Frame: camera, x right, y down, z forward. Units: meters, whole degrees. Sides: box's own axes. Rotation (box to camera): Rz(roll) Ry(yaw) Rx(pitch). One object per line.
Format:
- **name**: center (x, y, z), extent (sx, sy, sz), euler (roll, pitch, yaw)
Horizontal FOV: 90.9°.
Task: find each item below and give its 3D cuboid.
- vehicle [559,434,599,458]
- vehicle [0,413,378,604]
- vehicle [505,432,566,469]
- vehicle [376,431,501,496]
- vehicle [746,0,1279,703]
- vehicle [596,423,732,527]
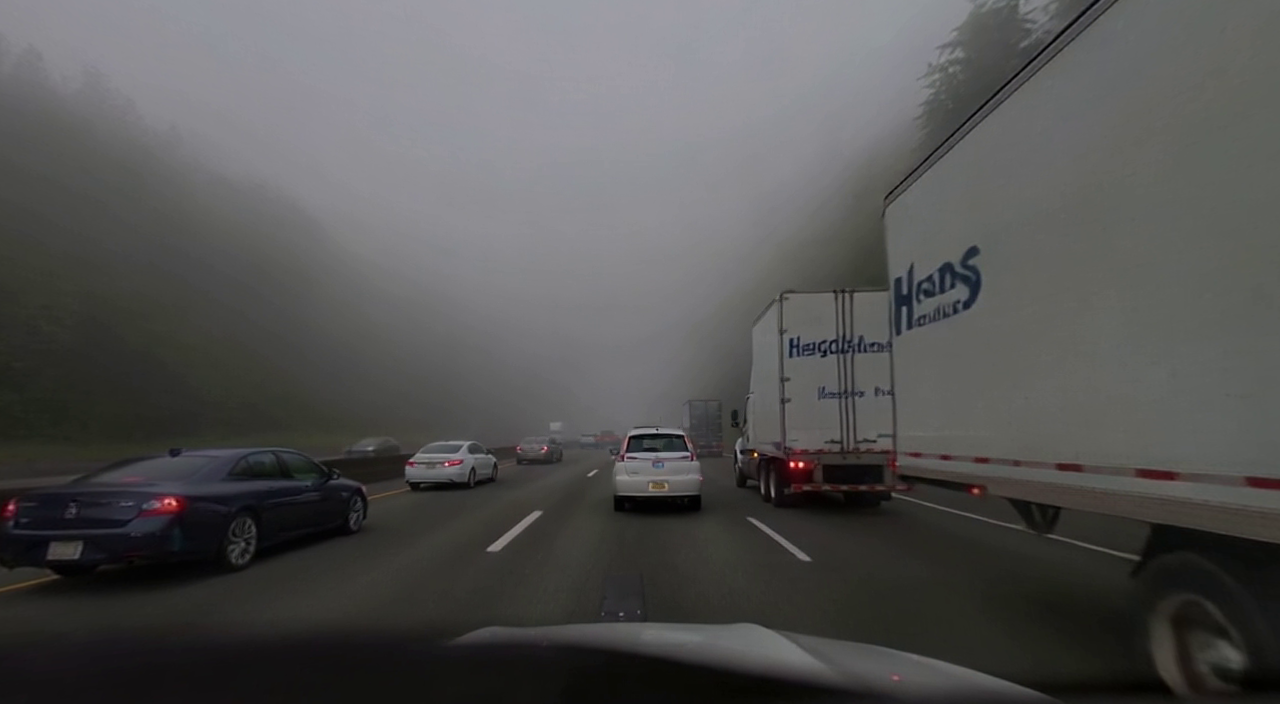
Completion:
- **vehicle**: center (-3.836, 5.964, 40.174), extent (2.005, 1.475, 4.466), euler (0, -8, 2)
- **vehicle**: center (-4.586, 1.505, 6.941), extent (1.821, 1.514, 3.677), euler (0, -8, 0)
- **vehicle**: center (-4.537, 4.339, 28.035), extent (1.887, 1.493, 4.411), euler (0, -8, 1)
- **vehicle**: center (-5.032, 2.815, 16.380), extent (1.880, 1.458, 3.978), euler (0, -8, 1)
- **vehicle**: center (4.009, 0.346, 7.822), extent (2.817, 3.989, 14.321), euler (0, -8, 0)
- **vehicle**: center (0.328, 2.036, 11.011), extent (1.973, 1.505, 3.568), euler (0, -8, -1)
